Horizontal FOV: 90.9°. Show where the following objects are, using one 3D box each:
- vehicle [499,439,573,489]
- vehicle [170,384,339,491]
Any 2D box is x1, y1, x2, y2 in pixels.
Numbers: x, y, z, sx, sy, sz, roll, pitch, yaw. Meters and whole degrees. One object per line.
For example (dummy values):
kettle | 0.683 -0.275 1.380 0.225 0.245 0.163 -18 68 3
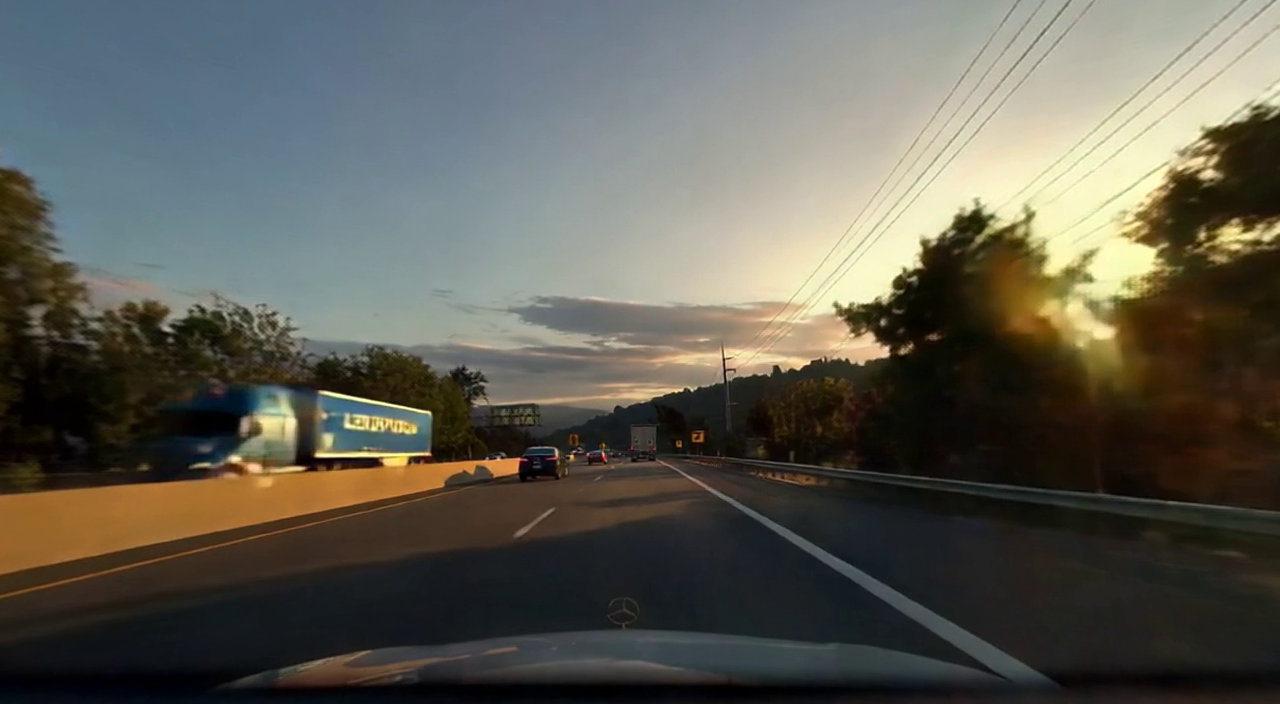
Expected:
vehicle | -3.894 4.245 24.256 2.111 1.735 4.066 0 -9 0
vehicle | -16.594 3.785 27.800 3.536 4.173 5.865 0 -9 0
